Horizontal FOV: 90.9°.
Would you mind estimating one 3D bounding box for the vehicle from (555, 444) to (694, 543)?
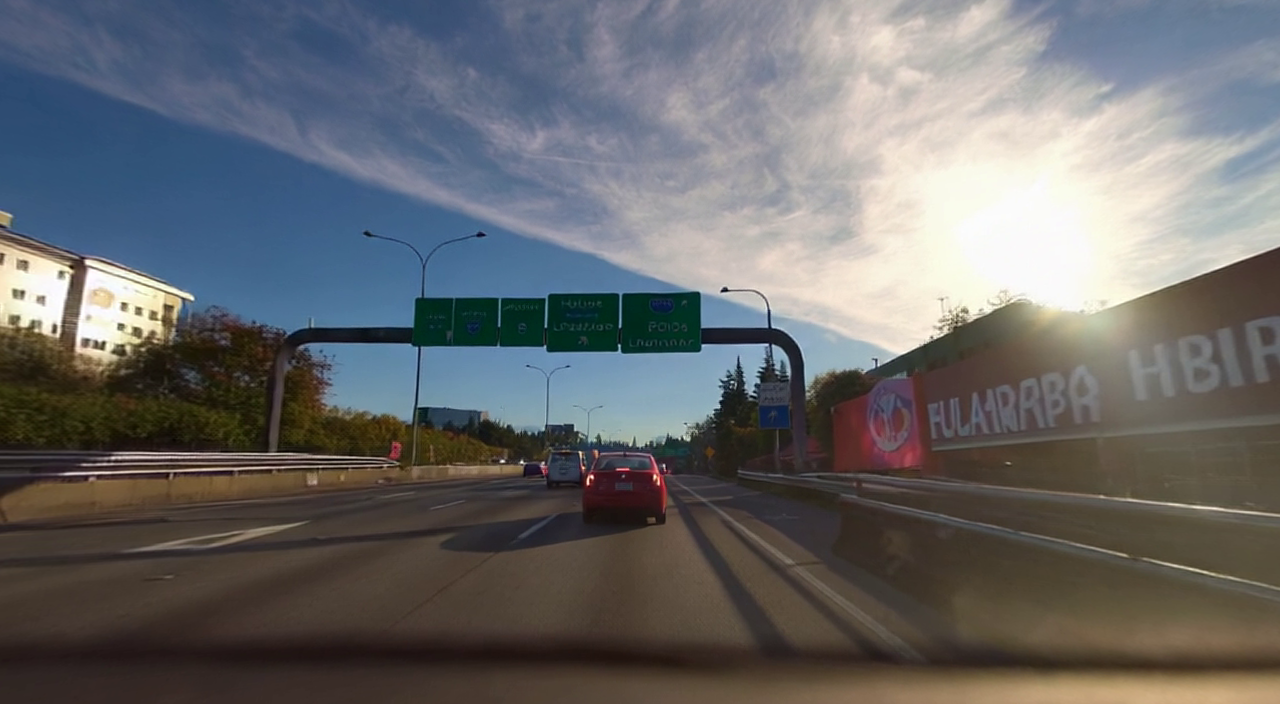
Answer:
[{"bbox_3d":[-0.238,2.415,11.414,2.063,1.442,3.933,0,-9,0],"label":"vehicle"}]
